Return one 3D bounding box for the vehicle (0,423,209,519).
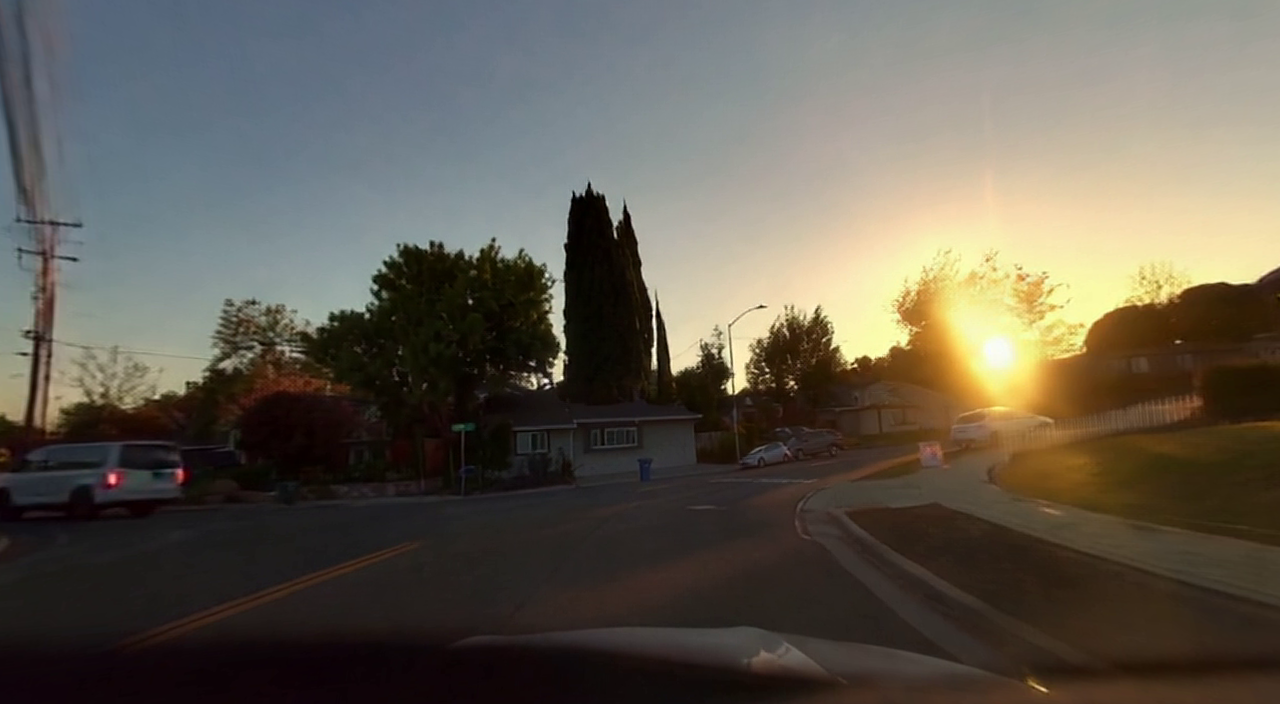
[{"bbox_3d":[-20.049,4.242,22.987,7.559,3.058,2.929,-3,-9,18],"label":"vehicle"}]

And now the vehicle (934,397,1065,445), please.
[{"bbox_3d":[17.403,3.462,30.770,2.056,2.014,5.011,8,-13,-43],"label":"vehicle"}]
